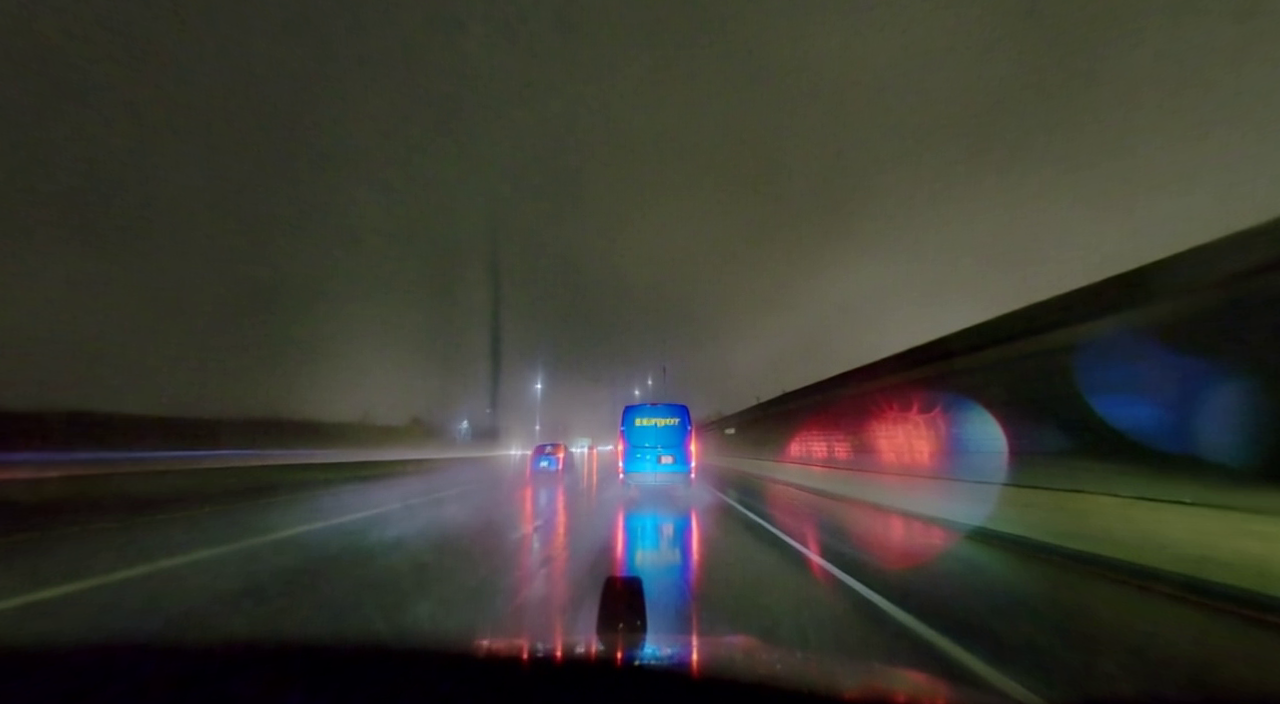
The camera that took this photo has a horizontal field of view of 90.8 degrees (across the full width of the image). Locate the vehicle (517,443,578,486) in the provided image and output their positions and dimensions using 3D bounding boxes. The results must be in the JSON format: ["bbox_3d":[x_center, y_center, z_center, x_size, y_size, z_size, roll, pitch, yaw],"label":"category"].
[{"bbox_3d":[-3.422,4.230,23.960,1.788,1.500,3.475,0,-9,0],"label":"vehicle"}]

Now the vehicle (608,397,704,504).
[{"bbox_3d":[0.310,2.799,18.071,2.332,2.558,5.314,0,-9,-2],"label":"vehicle"}]
